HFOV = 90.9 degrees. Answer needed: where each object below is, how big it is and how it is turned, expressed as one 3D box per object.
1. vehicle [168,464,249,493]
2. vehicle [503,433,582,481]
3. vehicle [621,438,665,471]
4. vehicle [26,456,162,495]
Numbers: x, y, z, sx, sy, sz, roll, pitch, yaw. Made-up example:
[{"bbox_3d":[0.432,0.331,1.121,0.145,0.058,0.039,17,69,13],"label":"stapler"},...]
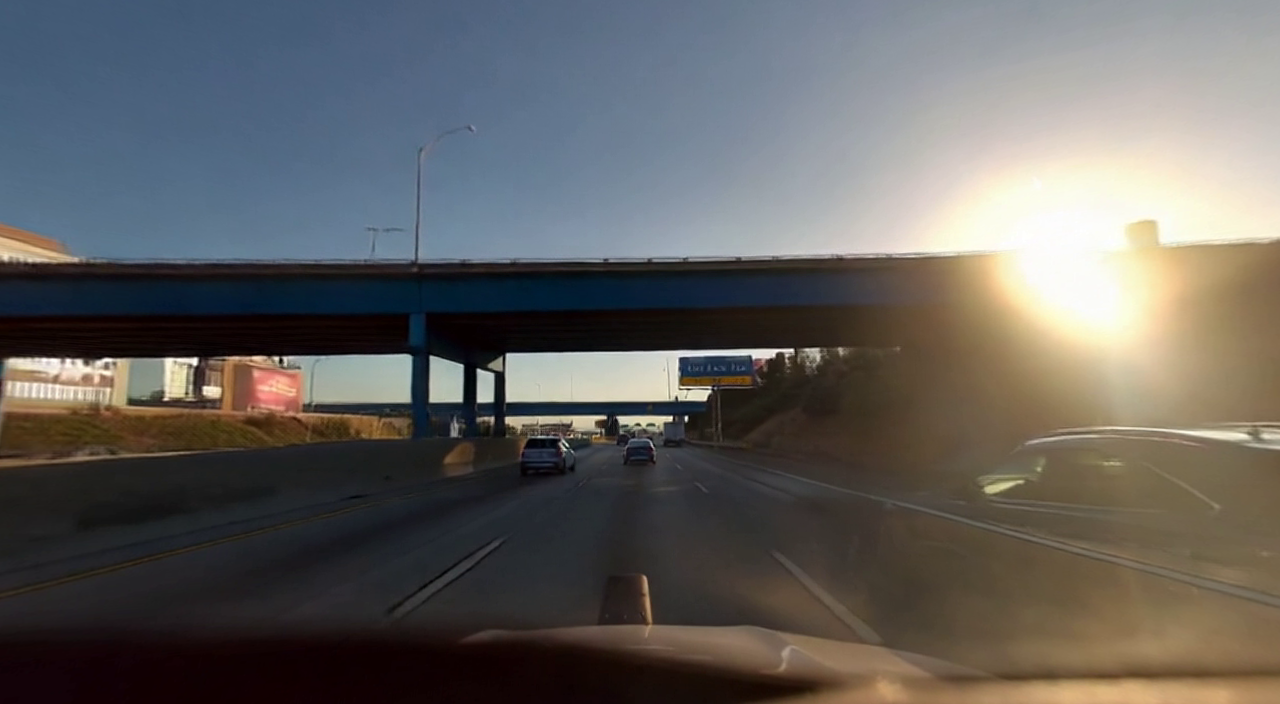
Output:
[{"bbox_3d":[-27.955,8.174,41.109,1.844,1.564,4.787,0,-8,1],"label":"vehicle"},{"bbox_3d":[-3.463,3.817,23.187,2.064,1.589,4.213,-1,-8,2],"label":"vehicle"},{"bbox_3d":[0.135,4.728,29.287,1.877,1.386,3.872,0,-8,0],"label":"vehicle"},{"bbox_3d":[-31.733,7.129,36.995,2.533,1.951,5.987,0,-8,1],"label":"vehicle"}]
